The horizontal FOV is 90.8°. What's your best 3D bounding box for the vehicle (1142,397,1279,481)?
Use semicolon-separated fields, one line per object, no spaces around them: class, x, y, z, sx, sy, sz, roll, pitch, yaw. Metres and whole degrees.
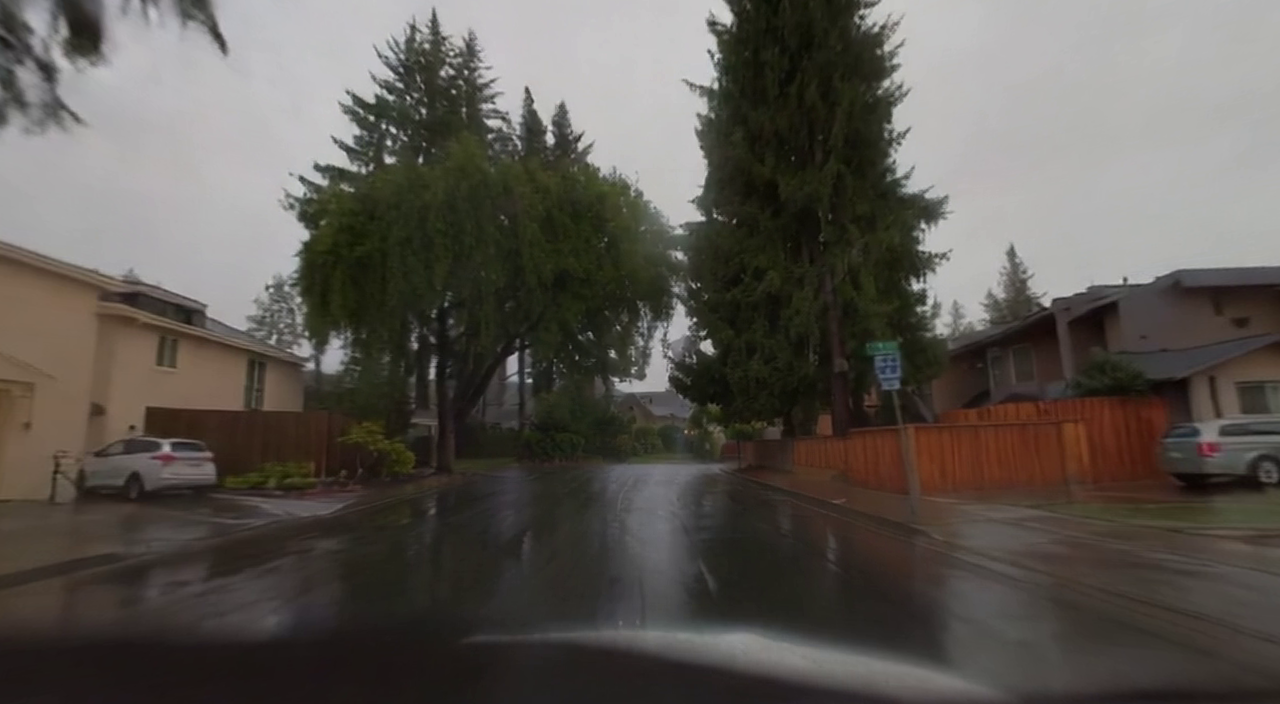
vehicle;13.128;1.786;12.980;3.780;1.601;2.025;-2;-9;13

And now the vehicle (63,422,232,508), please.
vehicle;-12.411;2.768;15.849;4.656;1.835;2.039;-6;-11;37
